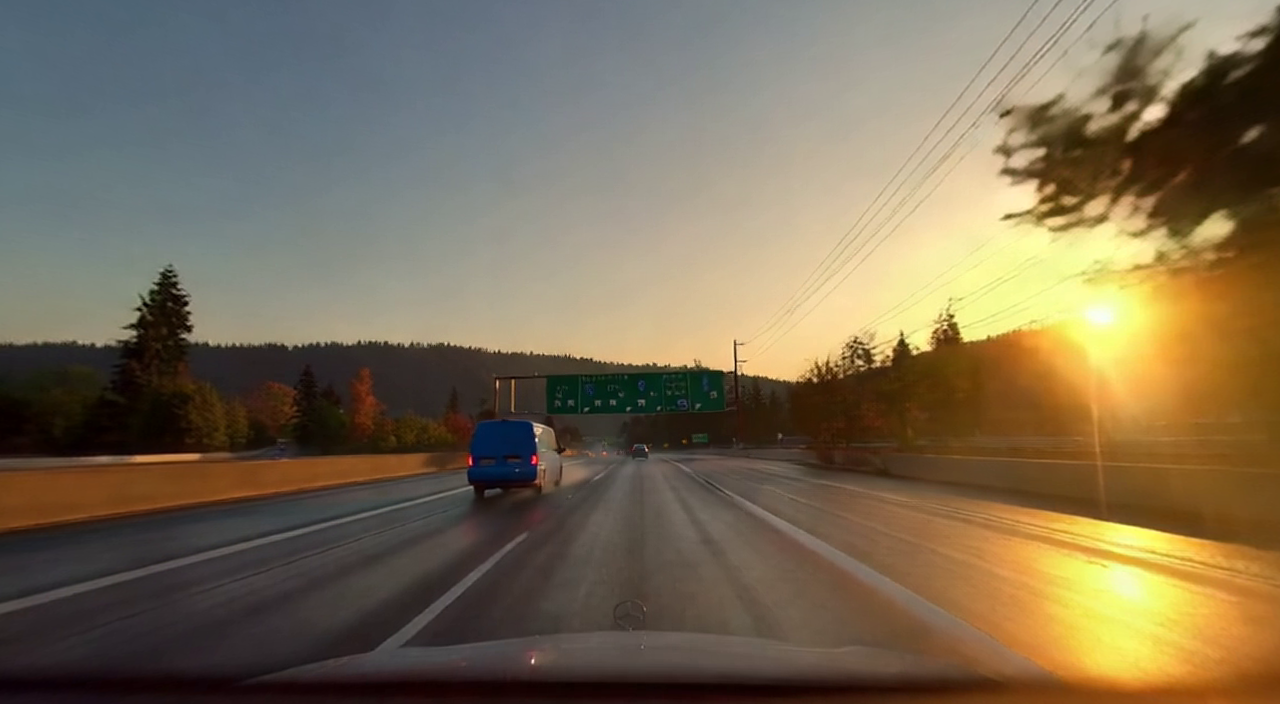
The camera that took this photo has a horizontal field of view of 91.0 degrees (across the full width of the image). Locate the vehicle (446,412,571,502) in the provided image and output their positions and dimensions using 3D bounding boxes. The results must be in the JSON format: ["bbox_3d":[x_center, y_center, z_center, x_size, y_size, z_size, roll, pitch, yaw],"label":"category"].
[{"bbox_3d":[-3.227,2.700,16.547,2.281,2.025,4.586,0,-8,0],"label":"vehicle"}]
